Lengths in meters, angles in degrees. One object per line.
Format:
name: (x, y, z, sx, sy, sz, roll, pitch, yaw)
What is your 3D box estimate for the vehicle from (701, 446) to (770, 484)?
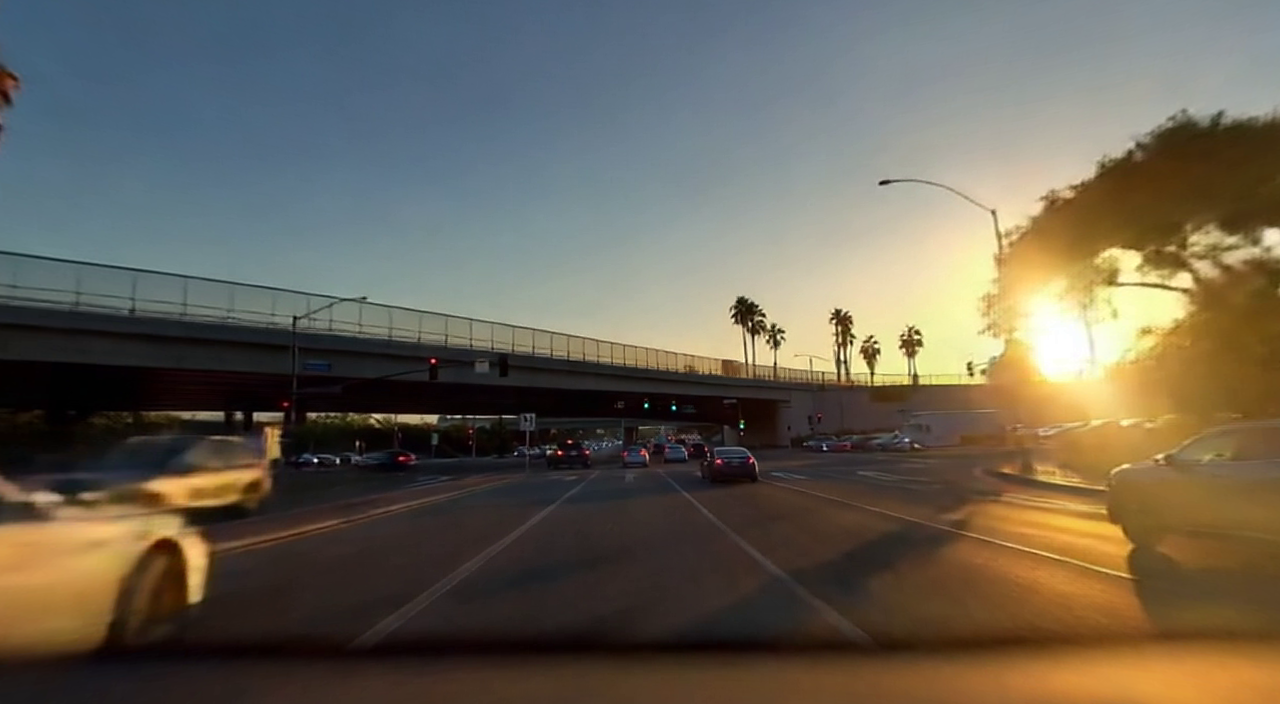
vehicle: (3.824, 4.587, 25.872, 2.156, 1.404, 4.120, 0, -9, 0)

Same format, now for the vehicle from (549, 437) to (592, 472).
vehicle: (-4.524, 6.499, 39.979, 2.485, 2.012, 5.498, 1, -9, -9)

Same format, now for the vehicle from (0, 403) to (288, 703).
vehicle: (-3.621, 0.968, 2.529, 2.111, 1.506, 4.018, 0, -9, -1)

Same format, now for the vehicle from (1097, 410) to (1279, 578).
vehicle: (7.329, 1.460, 6.563, 1.964, 1.647, 4.114, 0, -8, 0)

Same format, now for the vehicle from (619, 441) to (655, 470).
vehicle: (-0.218, 6.574, 40.058, 2.172, 1.694, 4.055, 0, -9, 0)
